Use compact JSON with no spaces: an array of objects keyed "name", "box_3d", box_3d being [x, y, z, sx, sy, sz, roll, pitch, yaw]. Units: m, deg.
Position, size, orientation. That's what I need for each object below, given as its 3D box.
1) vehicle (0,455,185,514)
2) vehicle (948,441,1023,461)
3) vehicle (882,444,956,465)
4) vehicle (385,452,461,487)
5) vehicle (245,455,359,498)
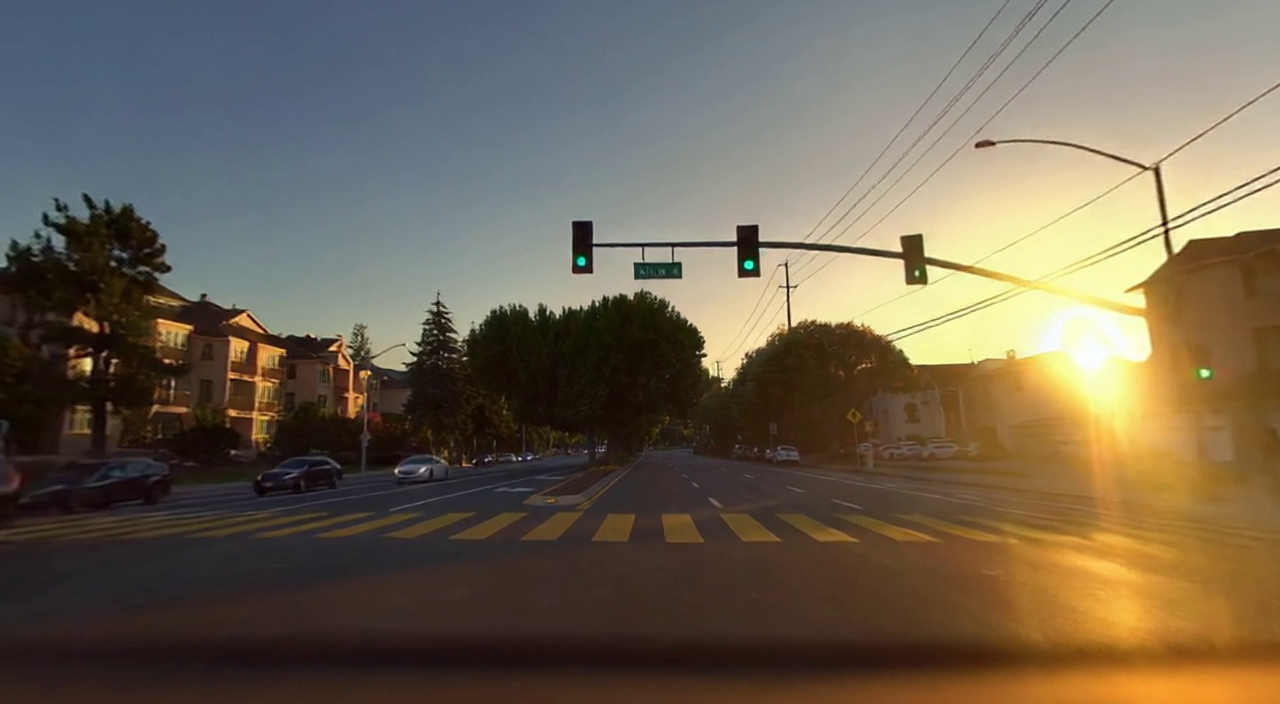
[{"name":"vehicle","box_3d":[-18.660,4.456,21.742,1.970,1.690,4.596,-2,-8,11]},{"name":"vehicle","box_3d":[25.614,7.395,46.875,4.368,1.394,1.983,-1,-9,1]},{"name":"vehicle","box_3d":[20.880,7.662,47.296,4.664,1.504,1.816,0,-8,2]},{"name":"vehicle","box_3d":[-10.164,5.519,29.917,1.899,1.464,4.418,-1,-8,2]},{"name":"vehicle","box_3d":[-13.488,4.974,25.566,1.909,1.449,4.775,0,-8,1]}]
